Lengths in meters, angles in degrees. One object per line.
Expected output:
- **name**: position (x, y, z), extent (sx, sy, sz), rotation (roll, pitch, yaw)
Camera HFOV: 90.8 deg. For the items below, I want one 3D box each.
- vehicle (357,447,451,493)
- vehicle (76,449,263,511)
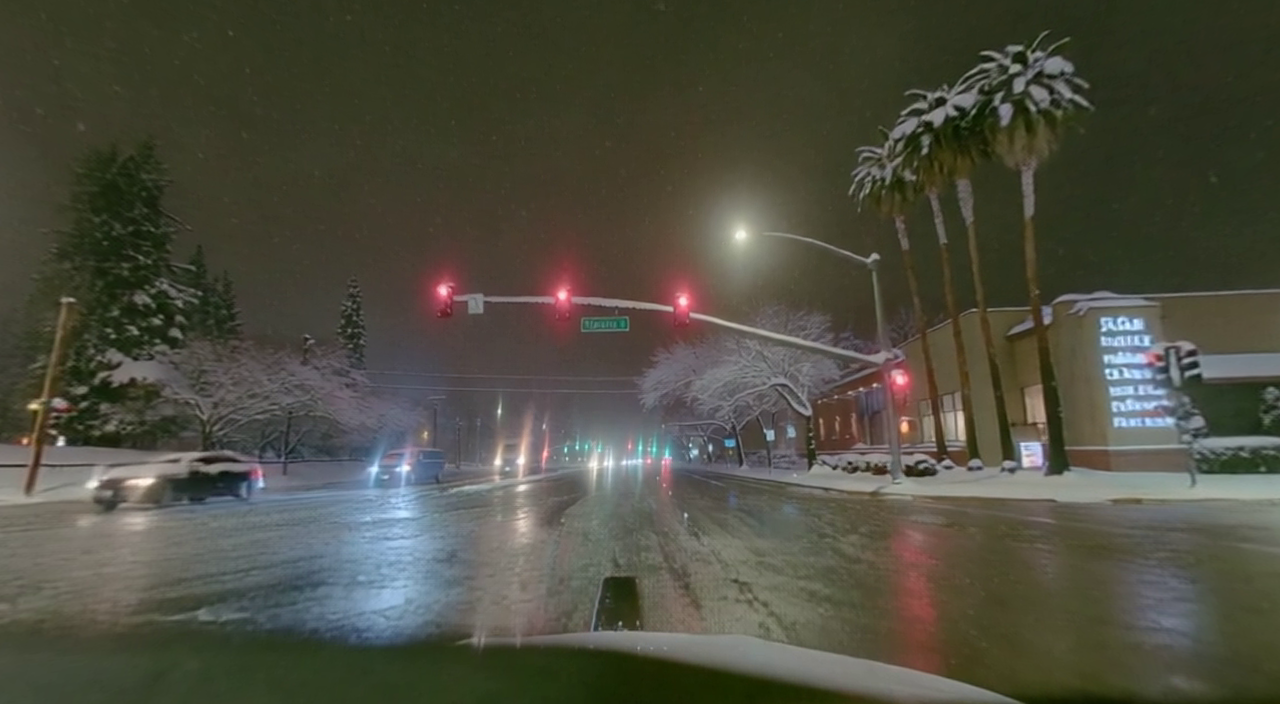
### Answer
- **vehicle**: position (-9.434, 4.728, 25.703), extent (2.074, 1.681, 4.417), rotation (0, -9, 1)
- **vehicle**: position (-13.972, 3.787, 19.230), extent (1.995, 1.632, 4.609), rotation (-1, -9, 3)
